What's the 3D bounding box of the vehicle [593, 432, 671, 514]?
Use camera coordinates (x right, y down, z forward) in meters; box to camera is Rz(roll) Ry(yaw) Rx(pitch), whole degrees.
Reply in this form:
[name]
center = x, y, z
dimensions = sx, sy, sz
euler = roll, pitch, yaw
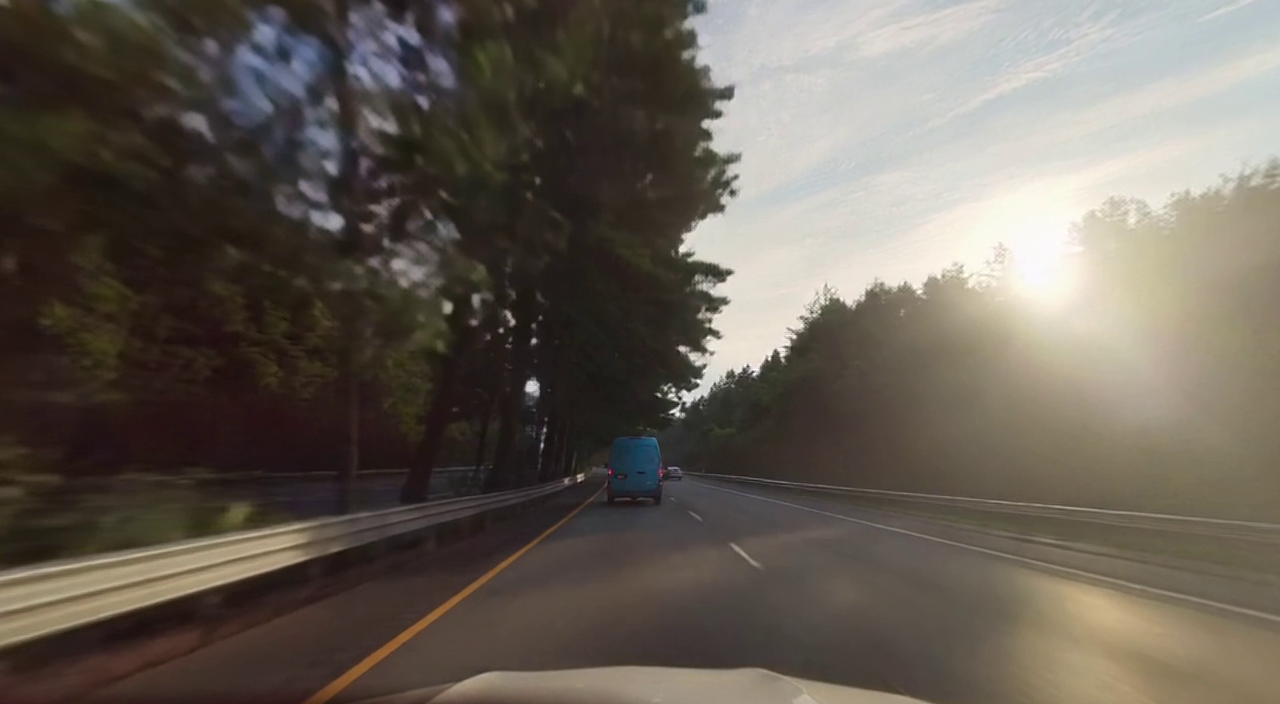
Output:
[vehicle]
center = -0.384, 4.249, 22.355
dimensions = 2.375, 2.432, 6.161
euler = 1, -10, -3
